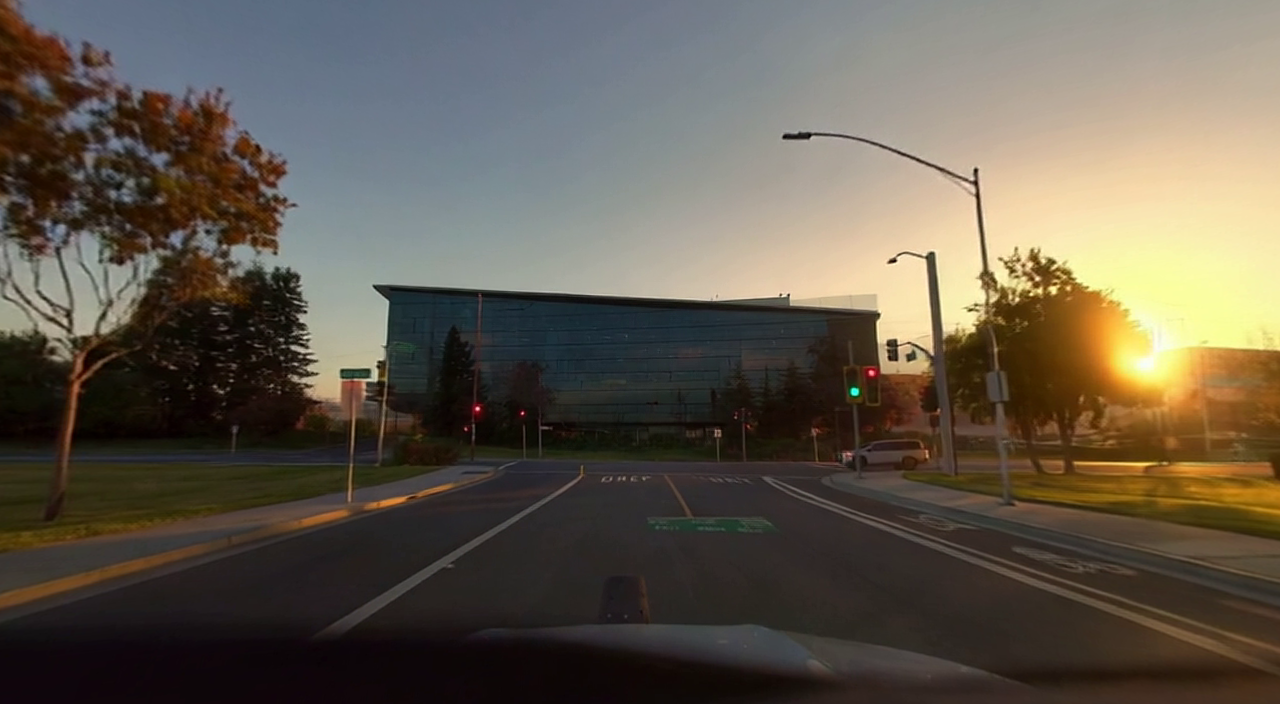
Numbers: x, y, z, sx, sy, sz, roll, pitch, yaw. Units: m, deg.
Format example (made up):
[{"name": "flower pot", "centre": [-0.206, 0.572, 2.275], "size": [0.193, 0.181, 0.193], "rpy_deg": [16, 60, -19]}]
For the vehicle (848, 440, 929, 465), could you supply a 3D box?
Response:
[{"name": "vehicle", "centre": [17.127, 6.937, 43.668], "size": [4.715, 1.671, 2.030], "rpy_deg": [0, -8, 0]}]
